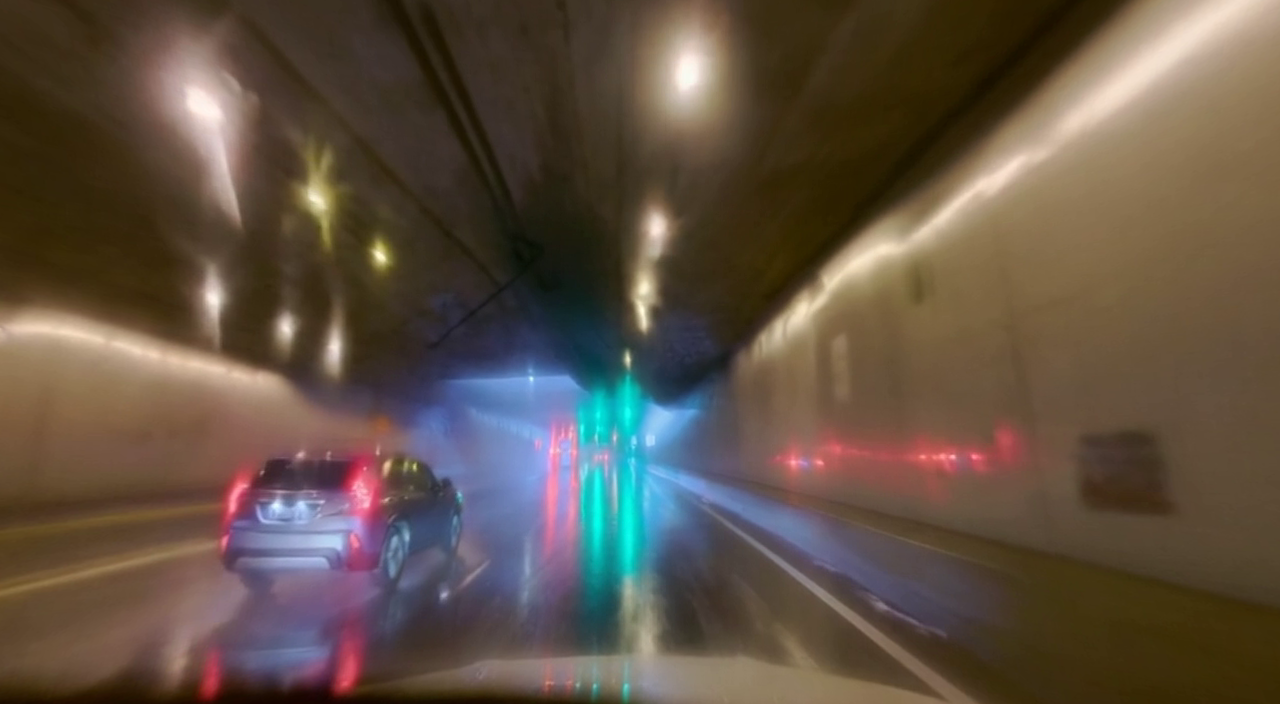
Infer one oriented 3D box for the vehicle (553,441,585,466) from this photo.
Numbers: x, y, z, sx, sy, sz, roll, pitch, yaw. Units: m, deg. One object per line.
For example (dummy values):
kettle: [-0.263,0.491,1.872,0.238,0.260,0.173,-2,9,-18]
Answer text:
vehicle: [-5.070,7.326,45.718,1.961,1.725,4.315,0,-8,-2]
